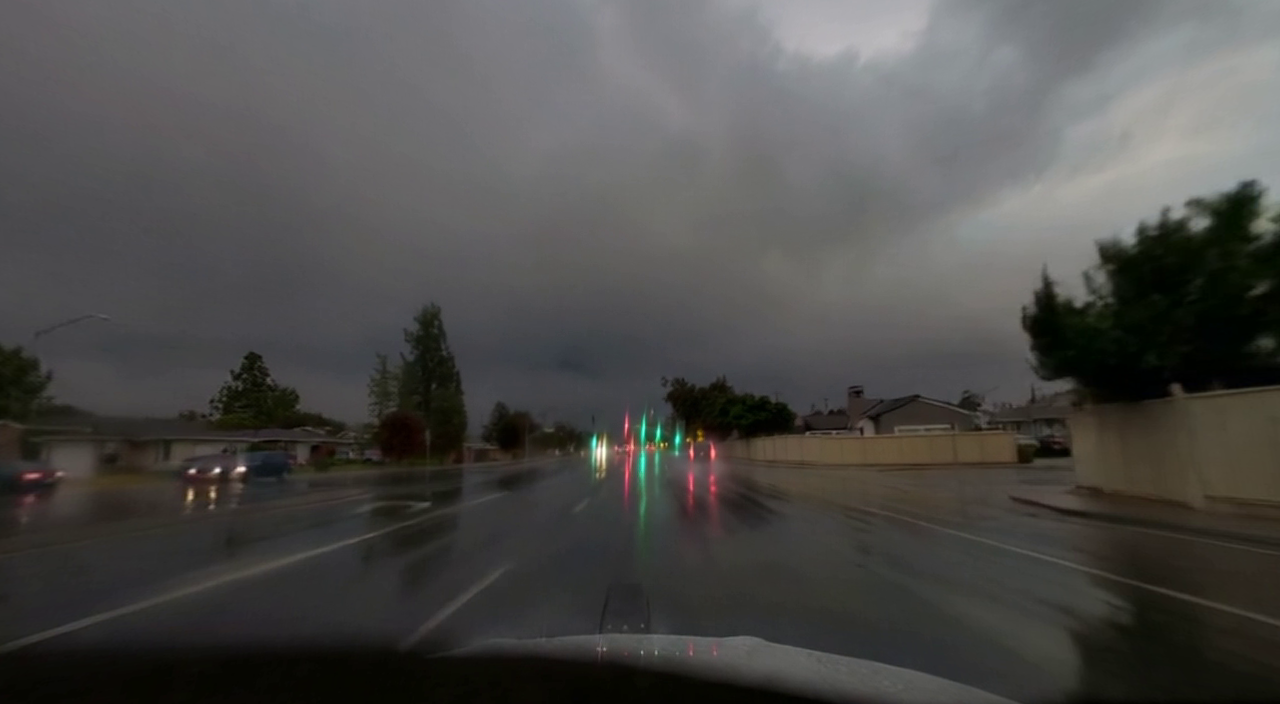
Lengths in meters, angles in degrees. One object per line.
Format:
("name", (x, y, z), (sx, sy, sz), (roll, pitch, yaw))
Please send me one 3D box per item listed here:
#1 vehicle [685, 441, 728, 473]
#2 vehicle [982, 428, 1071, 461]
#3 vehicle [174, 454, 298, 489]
("vehicle", (3.996, 6.408, 38.698), (2.114, 1.780, 4.445), (0, -9, 0))
("vehicle", (25.445, 6.148, 41.818), (2.198, 1.973, 5.805), (0, -9, 1))
("vehicle", (-18.536, 5.486, 29.083), (4.351, 1.489, 1.890), (0, -9, -3))
